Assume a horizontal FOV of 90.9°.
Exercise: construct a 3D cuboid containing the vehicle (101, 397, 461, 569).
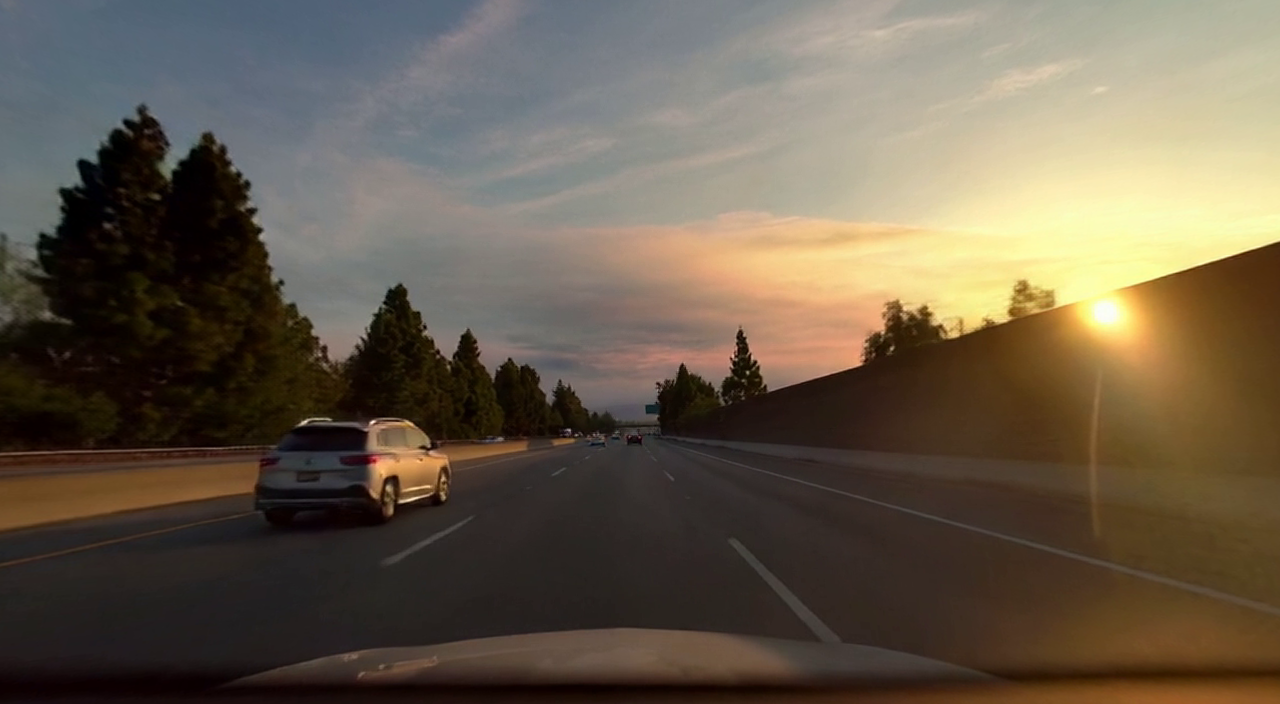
[{"bbox_3d":[-4.311,1.633,8.759,2.306,1.730,4.606,0,-8,-1],"label":"vehicle"}]
